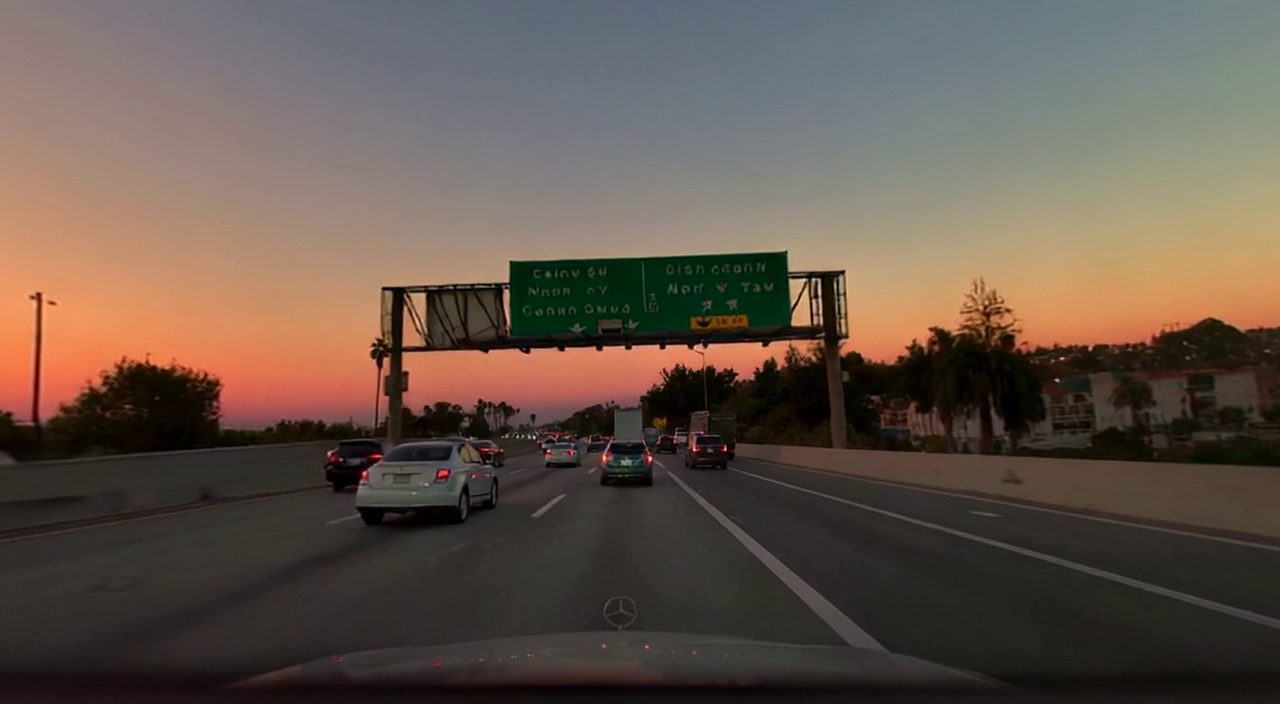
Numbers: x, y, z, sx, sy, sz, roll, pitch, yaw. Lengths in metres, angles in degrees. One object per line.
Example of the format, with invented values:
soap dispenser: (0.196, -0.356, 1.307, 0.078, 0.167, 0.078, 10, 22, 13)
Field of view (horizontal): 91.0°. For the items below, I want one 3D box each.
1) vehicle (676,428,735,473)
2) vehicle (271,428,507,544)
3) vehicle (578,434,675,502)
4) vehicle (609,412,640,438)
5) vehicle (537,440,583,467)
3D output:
vehicle: (2.914, 4.536, 29.182, 2.173, 1.870, 4.499, 0, -8, -1)
vehicle: (-3.734, 2.068, 10.452, 2.064, 1.475, 4.489, 0, -8, 0)
vehicle: (-0.304, 2.850, 15.920, 2.136, 1.470, 3.971, 0, -8, 0)
vehicle: (-1.117, 5.455, 46.717, 2.206, 1.803, 4.569, 0, -8, -1)
vehicle: (-4.358, 5.606, 34.951, 1.998, 1.423, 4.436, 0, -8, 0)
